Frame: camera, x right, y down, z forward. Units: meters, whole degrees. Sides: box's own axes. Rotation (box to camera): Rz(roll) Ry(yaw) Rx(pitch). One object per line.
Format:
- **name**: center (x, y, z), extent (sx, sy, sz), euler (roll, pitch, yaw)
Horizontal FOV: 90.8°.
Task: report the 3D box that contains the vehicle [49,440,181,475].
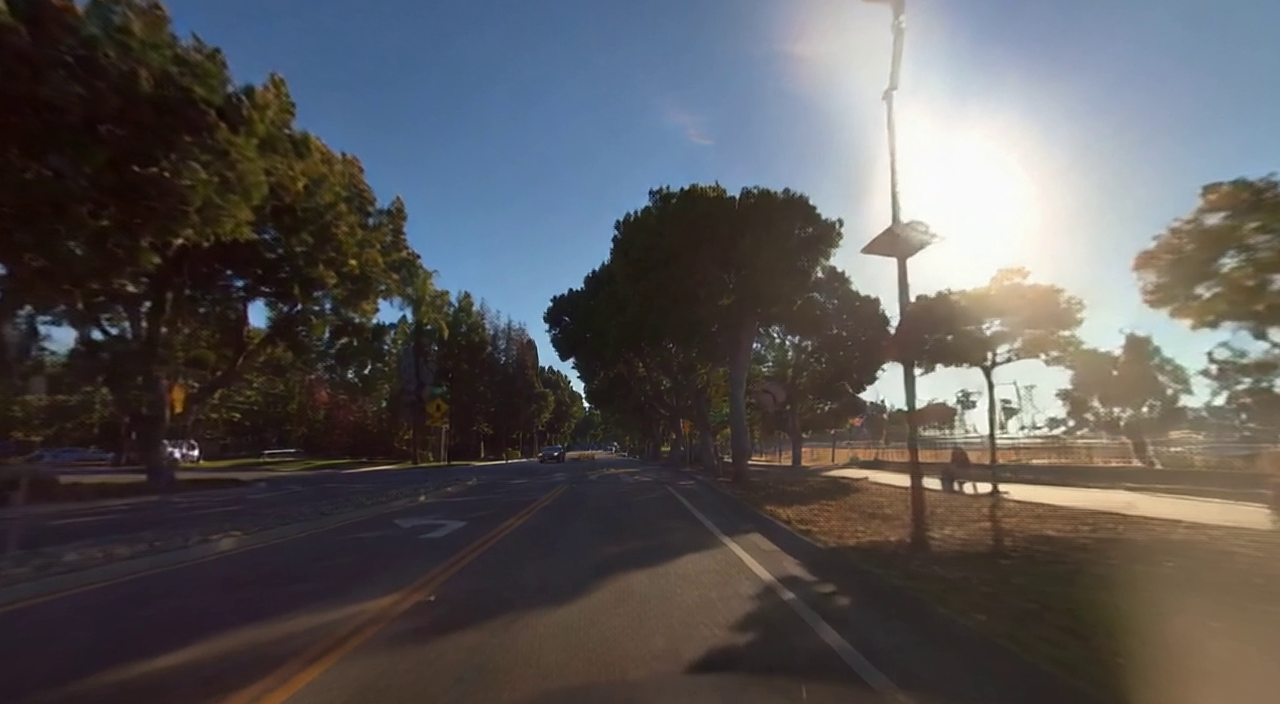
- **vehicle**: center (-24.483, 4.915, 29.561), extent (4.534, 1.488, 1.930), euler (-1, -8, 3)
